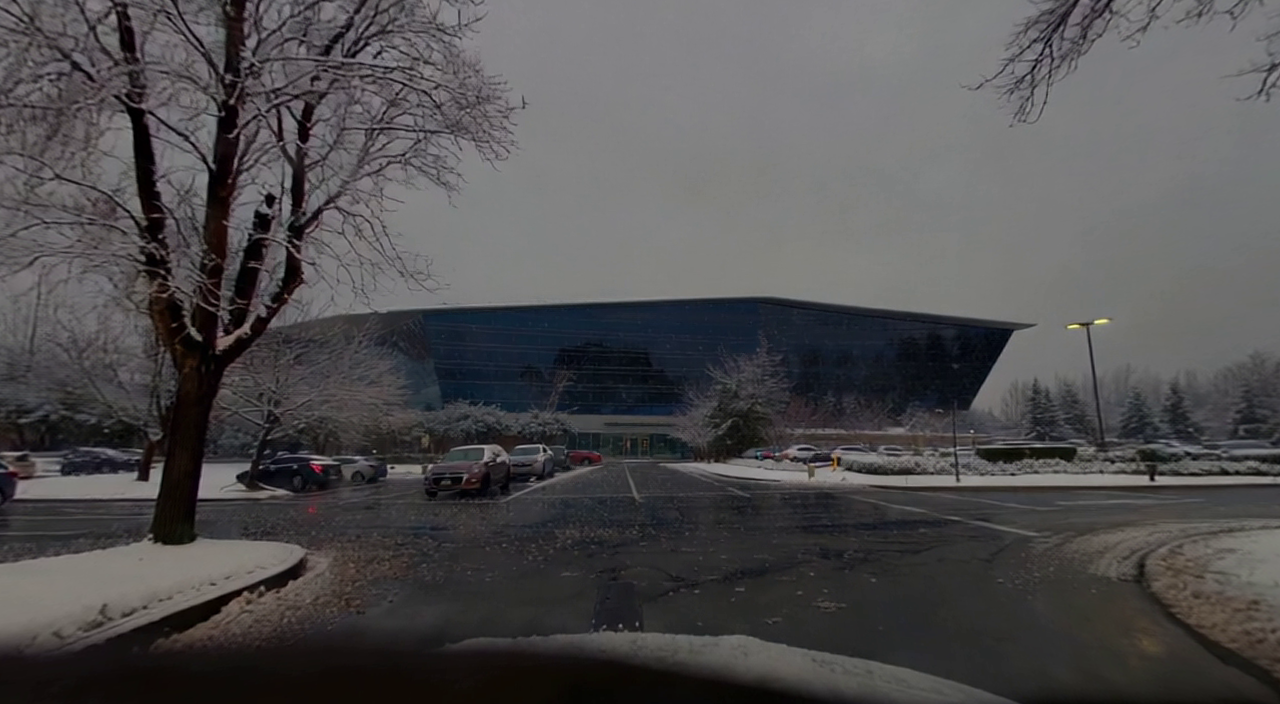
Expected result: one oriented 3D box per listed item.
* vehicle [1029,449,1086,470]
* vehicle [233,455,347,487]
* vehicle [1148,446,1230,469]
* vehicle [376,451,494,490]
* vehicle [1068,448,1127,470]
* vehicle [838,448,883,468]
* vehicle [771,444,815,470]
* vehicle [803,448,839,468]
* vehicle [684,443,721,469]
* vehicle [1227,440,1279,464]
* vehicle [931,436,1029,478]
[{"bbox_3d":[28.304,7.285,42.900,1.495,1.371,3.336,0,-9,0],"label":"vehicle"},{"bbox_3d":[-16.739,5.695,30.361,4.331,1.437,1.876,0,-8,3],"label":"vehicle"},{"bbox_3d":[37.011,7.118,42.764,1.678,1.423,4.191,0,-8,-2],"label":"vehicle"},{"bbox_3d":[-8.702,4.978,26.905,4.442,1.504,1.809,4,-10,-28],"label":"vehicle"},{"bbox_3d":[31.293,7.307,43.273,1.519,1.371,3.278,0,-8,-1],"label":"vehicle"},{"bbox_3d":[17.055,8.221,49.080,1.971,1.478,4.477,0,-8,1],"label":"vehicle"},{"bbox_3d":[10.527,7.201,43.696,1.936,1.673,4.305,0,-8,0],"label":"vehicle"},{"bbox_3d":[14.199,8.300,49.648,1.935,1.477,3.719,0,-8,4],"label":"vehicle"},{"bbox_3d":[4.605,7.745,47.301,2.262,1.794,5.331,0,-8,1],"label":"vehicle"},{"bbox_3d":[43.061,6.818,43.090,1.758,1.572,4.421,0,-8,1],"label":"vehicle"},{"bbox_3d":[16.475,5.094,30.977,2.048,1.852,4.998,0,-9,1],"label":"vehicle"}]
